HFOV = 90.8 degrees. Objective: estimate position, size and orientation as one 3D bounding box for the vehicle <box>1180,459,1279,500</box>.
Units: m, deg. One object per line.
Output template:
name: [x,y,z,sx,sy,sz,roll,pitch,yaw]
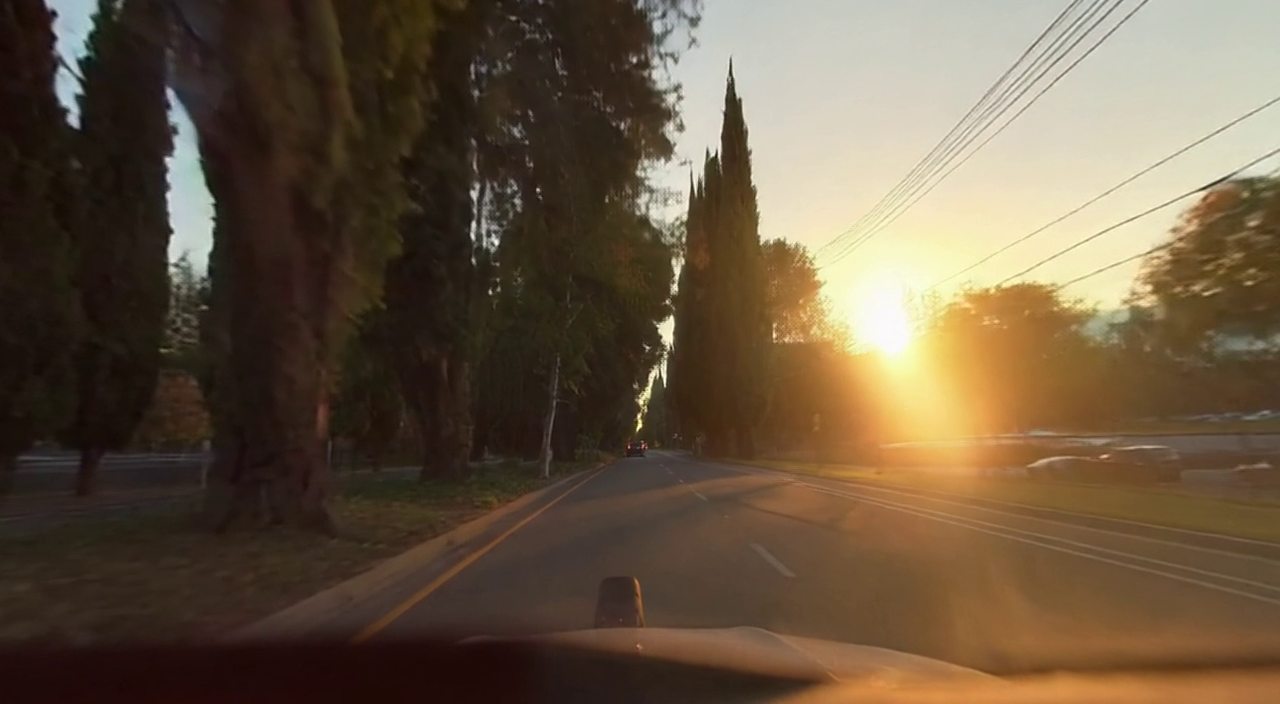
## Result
vehicle: [23.583,4.808,23.996,4.239,1.407,1.841,-1,-8,4]
